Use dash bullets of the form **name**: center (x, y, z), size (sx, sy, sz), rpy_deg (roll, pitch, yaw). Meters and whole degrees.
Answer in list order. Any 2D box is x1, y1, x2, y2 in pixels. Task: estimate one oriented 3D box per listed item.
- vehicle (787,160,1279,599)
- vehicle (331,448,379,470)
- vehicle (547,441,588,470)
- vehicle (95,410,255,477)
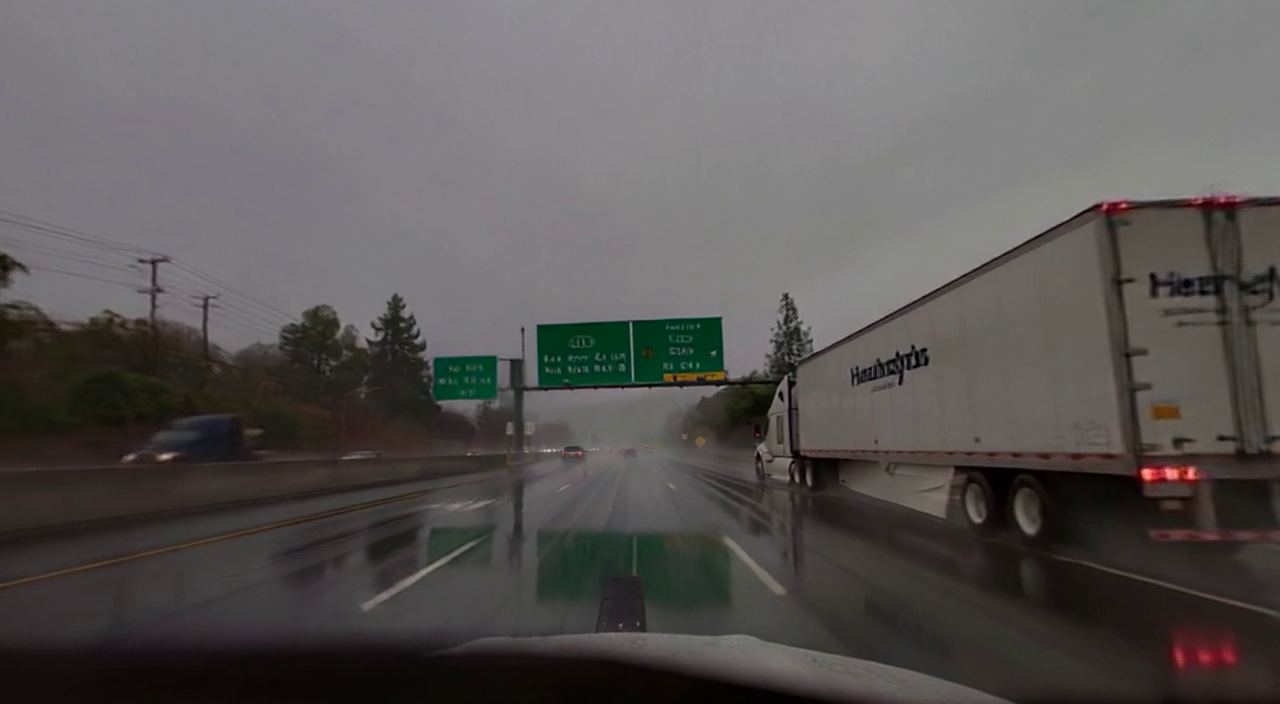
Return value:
- **vehicle**: center (6.694, 1.347, 13.845), size (2.919, 4.195, 15.833), rpy_deg (0, -9, -1)
- **vehicle**: center (-17.984, 6.752, 39.950), size (1.475, 1.339, 3.280), rpy_deg (0, -9, 0)
- **vehicle**: center (-4.395, 6.328, 38.863), size (2.027, 1.651, 4.099), rpy_deg (0, -9, 0)
- **vehicle**: center (-17.897, 3.593, 24.796), size (2.202, 2.326, 5.237), rpy_deg (0, -9, 0)
